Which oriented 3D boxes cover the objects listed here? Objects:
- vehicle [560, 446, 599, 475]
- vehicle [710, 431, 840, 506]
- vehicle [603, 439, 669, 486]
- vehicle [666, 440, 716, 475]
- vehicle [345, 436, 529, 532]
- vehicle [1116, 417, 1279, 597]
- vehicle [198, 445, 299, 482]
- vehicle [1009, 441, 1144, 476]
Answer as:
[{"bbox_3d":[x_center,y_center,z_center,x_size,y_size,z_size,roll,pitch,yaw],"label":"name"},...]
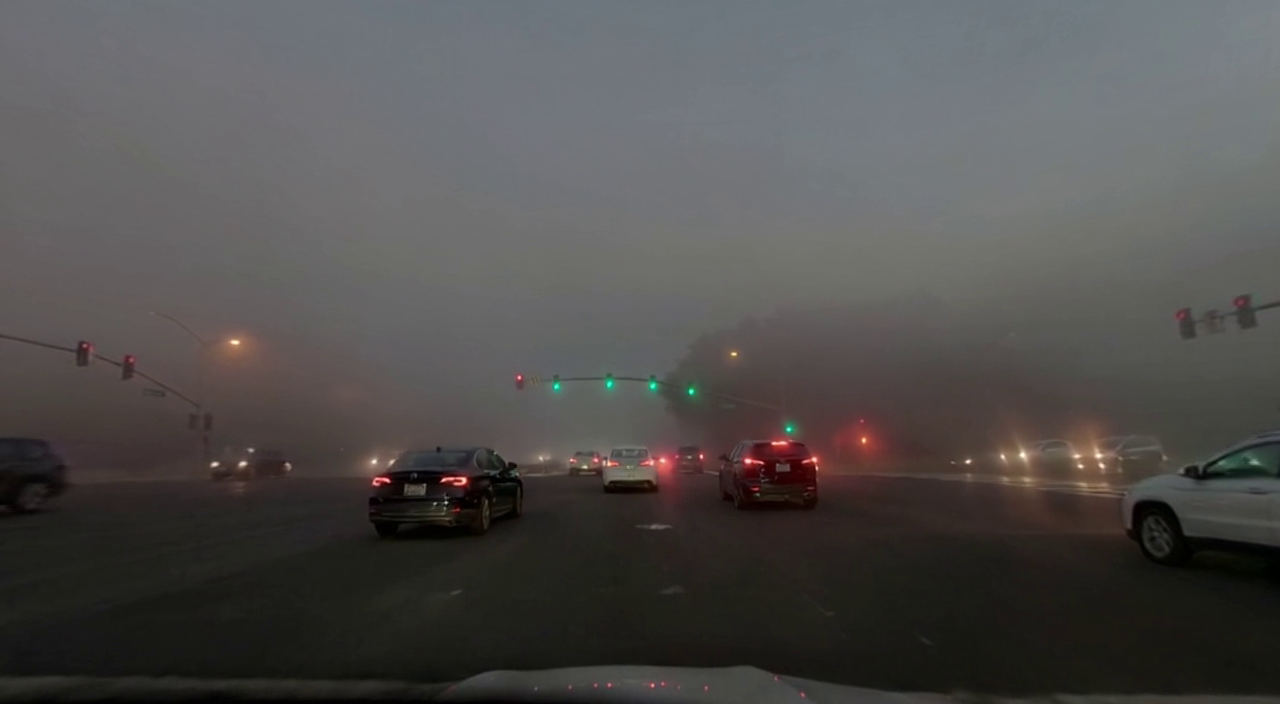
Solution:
[{"bbox_3d":[-3.785,6.912,40.526,2.033,1.714,4.278,0,-8,1],"label":"vehicle"},{"bbox_3d":[3.115,2.805,15.754,1.996,1.566,4.917,0,-8,-2],"label":"vehicle"},{"bbox_3d":[-0.161,3.811,22.086,2.098,1.461,3.958,0,-8,-1],"label":"vehicle"},{"bbox_3d":[2.666,5.667,34.242,2.138,1.778,4.422,0,-8,-2],"label":"vehicle"},{"bbox_3d":[-3.566,2.393,12.154,2.045,1.463,4.490,0,-8,0],"label":"vehicle"},{"bbox_3d":[6.566,1.260,4.887,1.959,1.553,4.809,0,-8,-1],"label":"vehicle"},{"bbox_3d":[-17.939,5.102,29.262,1.857,1.511,4.399,0,-8,0],"label":"vehicle"},{"bbox_3d":[19.468,4.742,28.290,4.620,1.446,1.950,0,-8,-2],"label":"vehicle"}]
